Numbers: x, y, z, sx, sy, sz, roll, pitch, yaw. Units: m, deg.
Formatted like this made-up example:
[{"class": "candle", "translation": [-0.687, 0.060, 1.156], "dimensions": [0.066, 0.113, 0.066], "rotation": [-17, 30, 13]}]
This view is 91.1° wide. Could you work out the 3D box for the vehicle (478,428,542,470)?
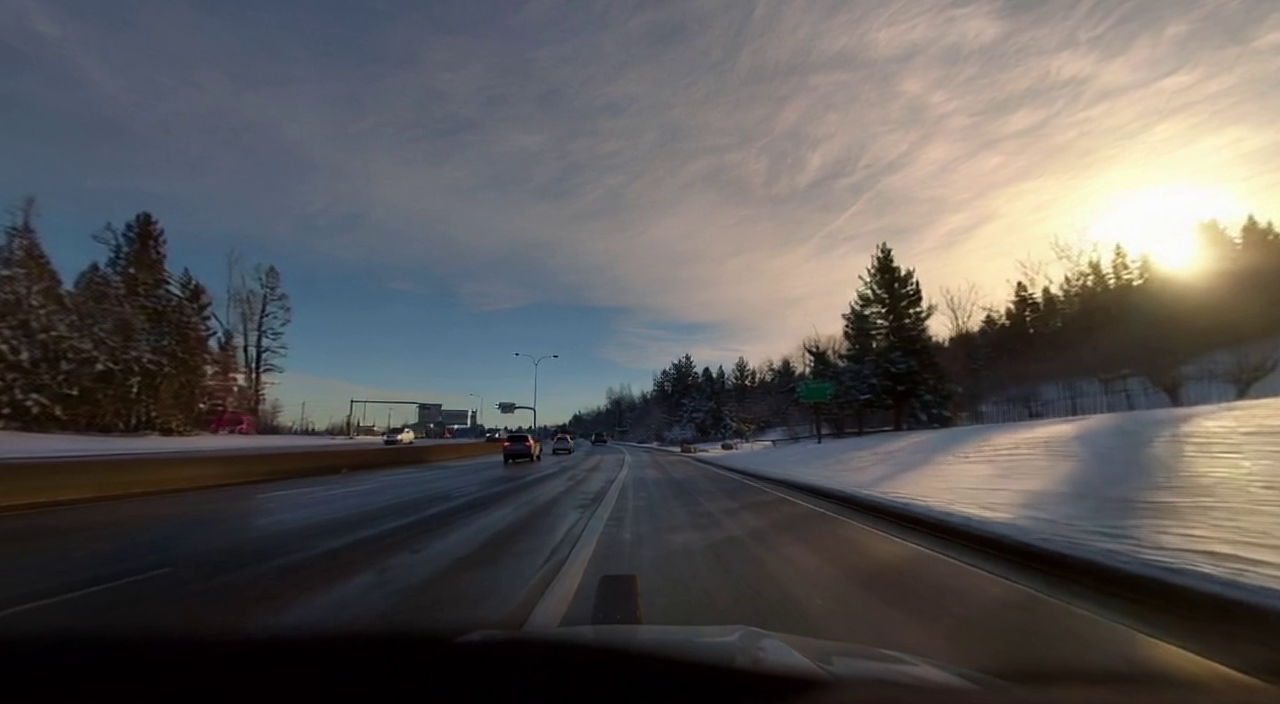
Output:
[{"class": "vehicle", "translation": [-6.284, 4.727, 30.962], "dimensions": [2.188, 1.896, 4.810], "rotation": [0, -8, -1]}]
